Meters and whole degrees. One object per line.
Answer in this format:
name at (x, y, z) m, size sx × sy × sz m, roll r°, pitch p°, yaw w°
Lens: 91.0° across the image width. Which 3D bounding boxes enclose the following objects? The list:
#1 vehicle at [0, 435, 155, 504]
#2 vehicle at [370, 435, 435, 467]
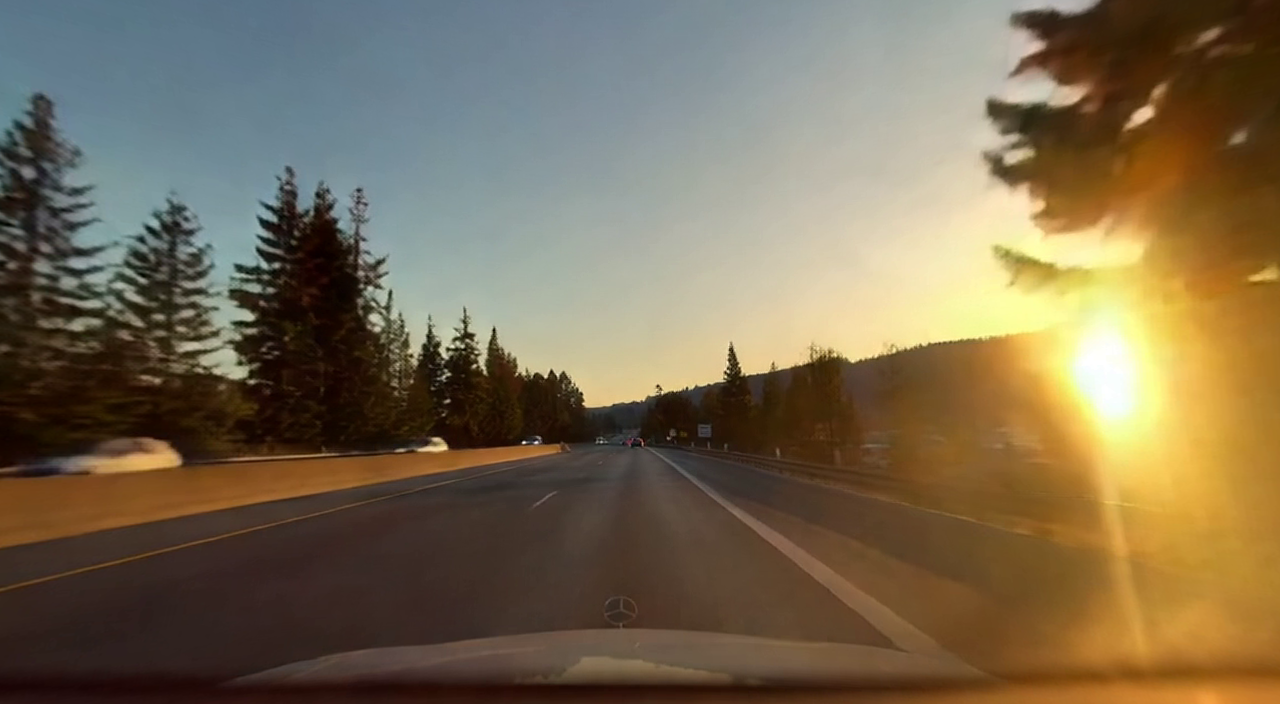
vehicle at (-16.217, 3.179, 17.557) m, size 1.914 × 1.668 × 4.316 m, roll 0°, pitch -8°, yaw 0°
vehicle at (-12.771, 5.312, 34.070) m, size 1.843 × 1.593 × 4.195 m, roll 0°, pitch -8°, yaw 0°
